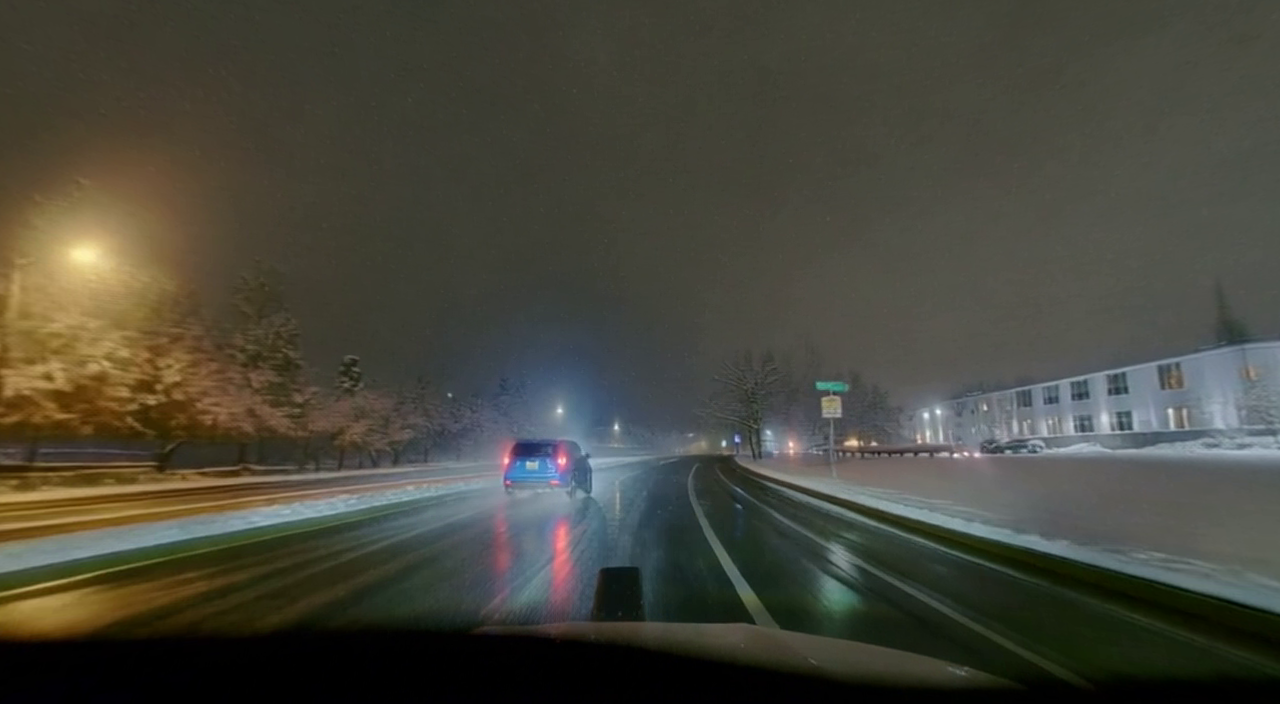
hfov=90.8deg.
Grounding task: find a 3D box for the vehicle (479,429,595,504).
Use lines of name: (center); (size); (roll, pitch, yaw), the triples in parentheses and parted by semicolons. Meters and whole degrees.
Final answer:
vehicle: (-2.554, 2.999, 16.912); (2.121, 1.724, 4.392); (-1, -9, 3)
